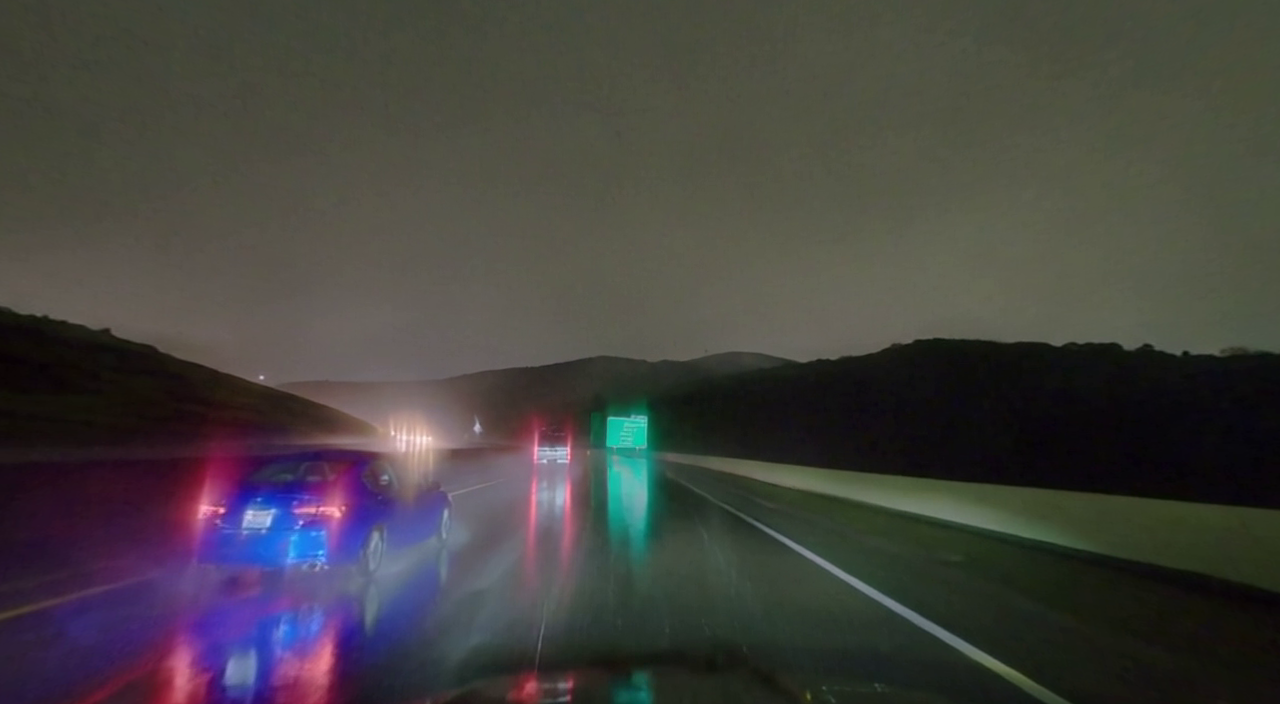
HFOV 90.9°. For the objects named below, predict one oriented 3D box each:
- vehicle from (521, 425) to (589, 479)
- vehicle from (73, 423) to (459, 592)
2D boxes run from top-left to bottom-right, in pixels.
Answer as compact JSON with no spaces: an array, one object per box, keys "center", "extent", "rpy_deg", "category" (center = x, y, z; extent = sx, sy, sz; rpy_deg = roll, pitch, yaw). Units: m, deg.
[{"center":[-3.732,4.543,28.834],"extent":[2.444,2.204,5.568],"rpy_deg":[0,-8,-1],"category":"vehicle"},{"center":[-4.056,1.755,8.064],"extent":[2.097,1.511,4.585],"rpy_deg":[0,-8,0],"category":"vehicle"}]
